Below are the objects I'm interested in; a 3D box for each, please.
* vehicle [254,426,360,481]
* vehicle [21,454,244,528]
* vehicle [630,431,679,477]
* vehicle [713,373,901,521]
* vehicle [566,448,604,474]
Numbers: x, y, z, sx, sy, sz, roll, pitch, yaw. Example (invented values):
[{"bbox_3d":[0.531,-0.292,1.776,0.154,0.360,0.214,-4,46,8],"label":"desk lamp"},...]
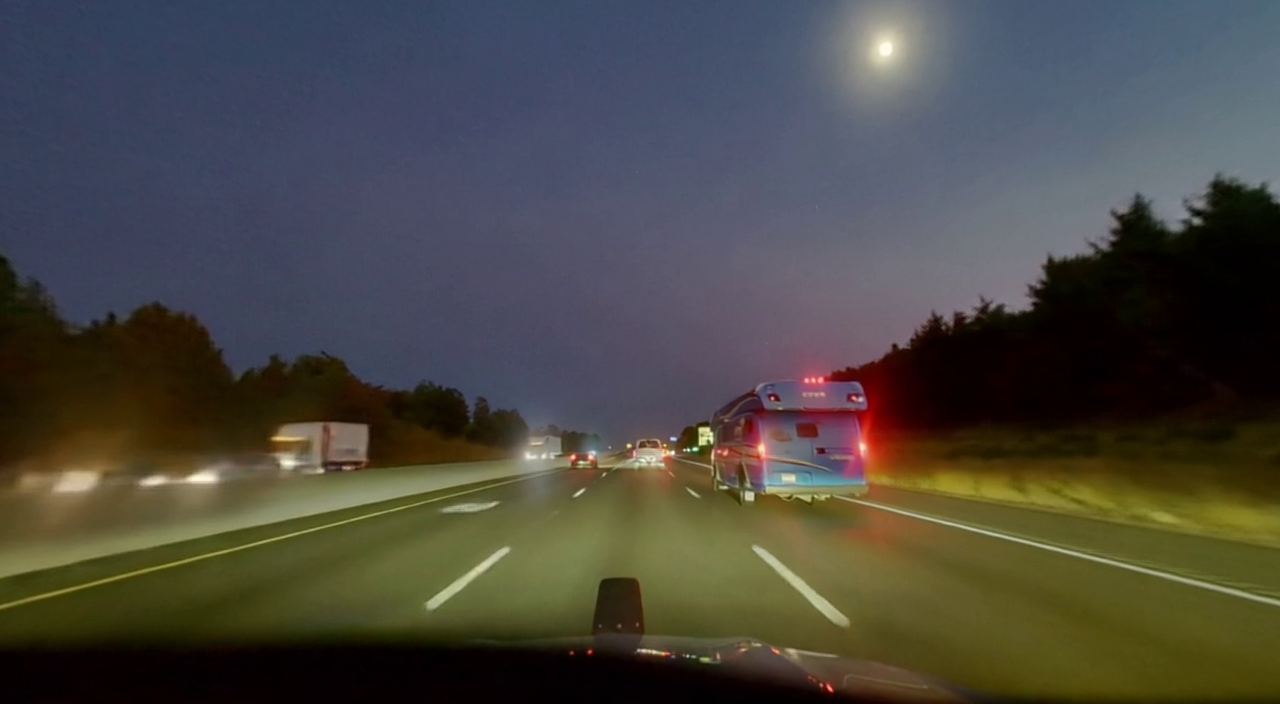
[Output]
[{"bbox_3d":[-18.894,5.815,36.273,2.605,2.905,6.055,0,-9,1],"label":"vehicle"},{"bbox_3d":[-11.339,3.088,14.547,1.794,1.424,3.959,0,-9,1],"label":"vehicle"},{"bbox_3d":[0.732,5.607,34.761,2.524,2.310,4.986,0,-9,0],"label":"vehicle"},{"bbox_3d":[3.732,2.433,16.191,2.607,2.910,7.252,0,-9,-2],"label":"vehicle"},{"bbox_3d":[-3.444,6.899,40.160,1.959,1.502,4.559,0,-9,1],"label":"vehicle"}]
